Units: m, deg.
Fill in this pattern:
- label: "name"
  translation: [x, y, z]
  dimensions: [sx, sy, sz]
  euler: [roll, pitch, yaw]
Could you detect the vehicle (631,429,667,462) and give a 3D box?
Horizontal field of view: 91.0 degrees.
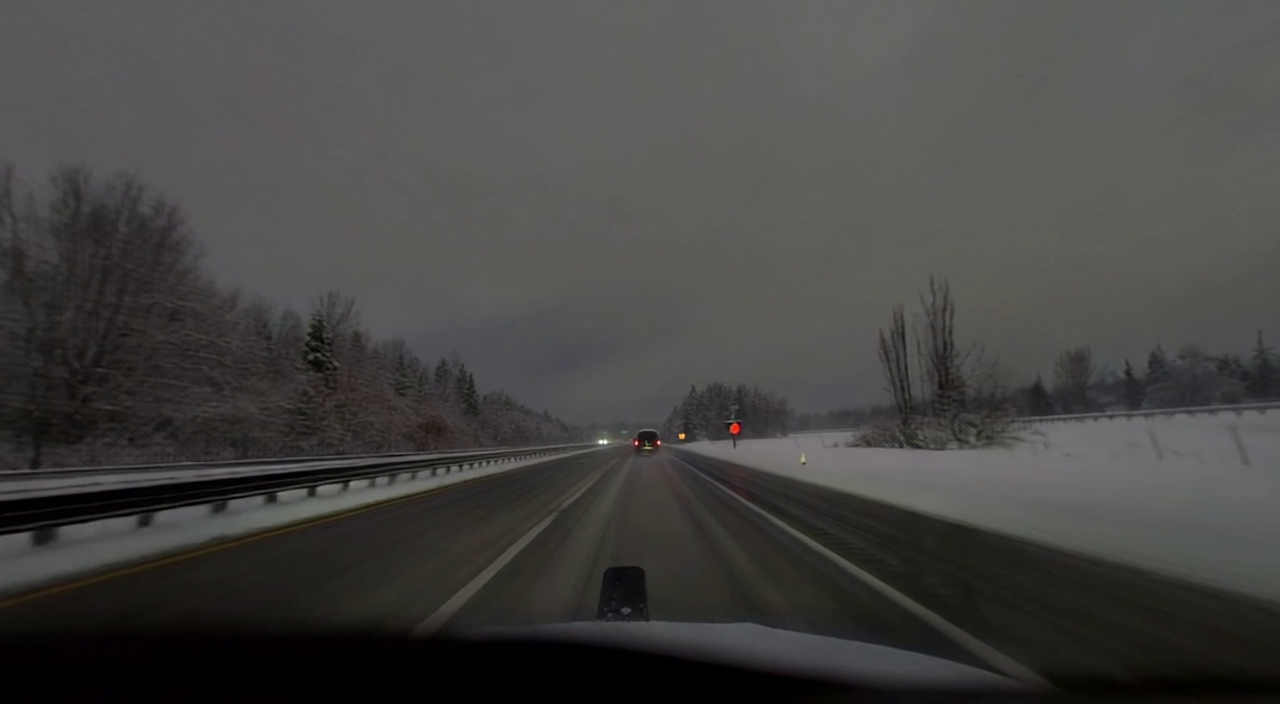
- label: "vehicle"
  translation: [0.639, 6.317, 42.605]
  dimensions: [2.277, 2.109, 4.922]
  euler: [0, -8, 1]
